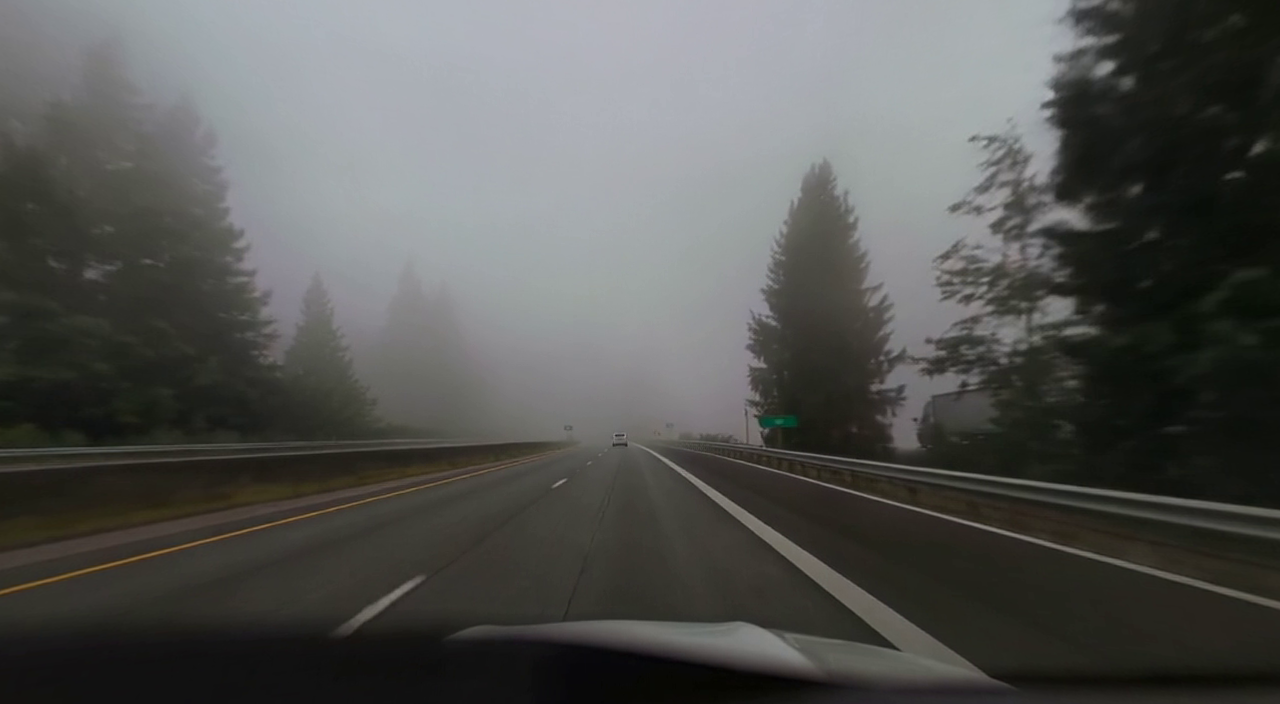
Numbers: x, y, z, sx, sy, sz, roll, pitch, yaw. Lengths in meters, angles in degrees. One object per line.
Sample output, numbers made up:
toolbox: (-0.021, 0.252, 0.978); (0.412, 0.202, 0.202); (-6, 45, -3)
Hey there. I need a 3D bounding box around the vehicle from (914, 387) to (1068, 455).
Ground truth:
vehicle: (19.861, 4.045, 36.556); (3.983, 3.410, 8.148); (1, -7, -2)
